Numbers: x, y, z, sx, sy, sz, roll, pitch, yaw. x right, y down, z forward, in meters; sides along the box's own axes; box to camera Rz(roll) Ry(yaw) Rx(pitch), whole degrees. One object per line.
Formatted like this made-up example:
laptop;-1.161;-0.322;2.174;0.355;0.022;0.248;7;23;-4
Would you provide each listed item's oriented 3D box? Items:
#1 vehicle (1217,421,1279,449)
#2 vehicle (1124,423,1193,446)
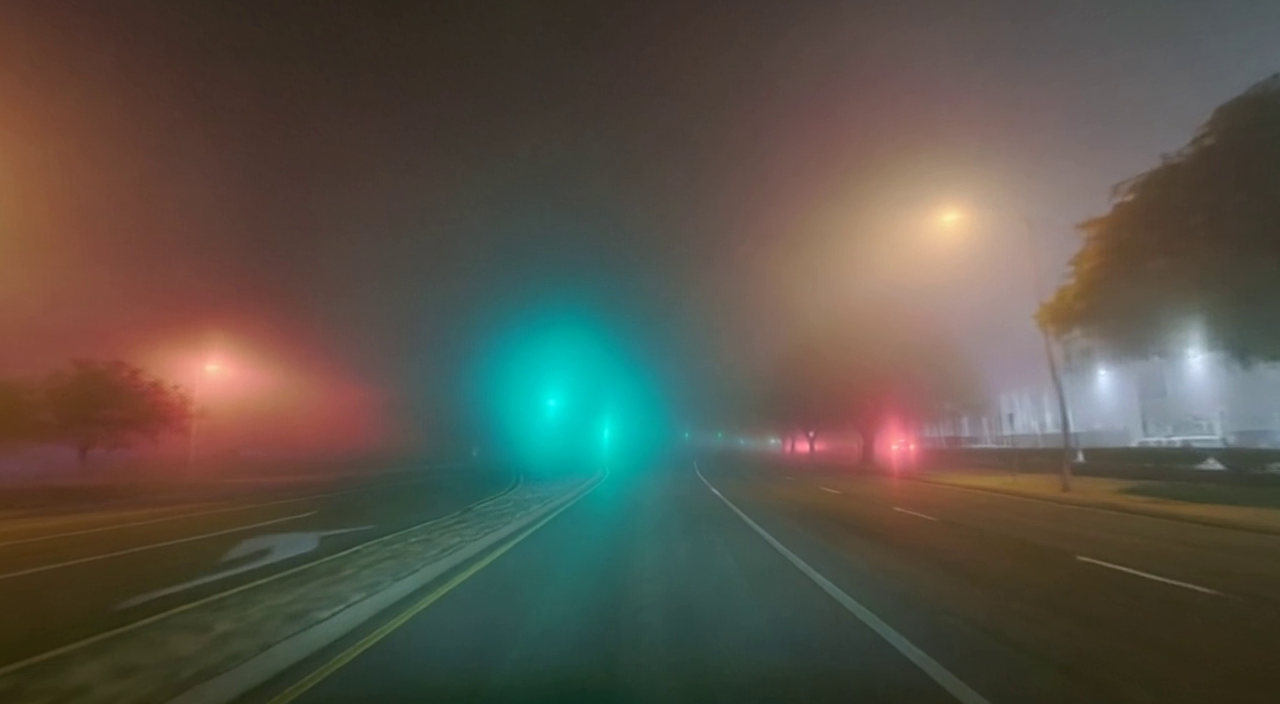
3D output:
vehicle;34.523;4.615;35.164;3.644;1.465;1.635;0;-9;-14
vehicle;32.666;5.216;39.823;3.328;1.385;1.570;1;-9;-15
